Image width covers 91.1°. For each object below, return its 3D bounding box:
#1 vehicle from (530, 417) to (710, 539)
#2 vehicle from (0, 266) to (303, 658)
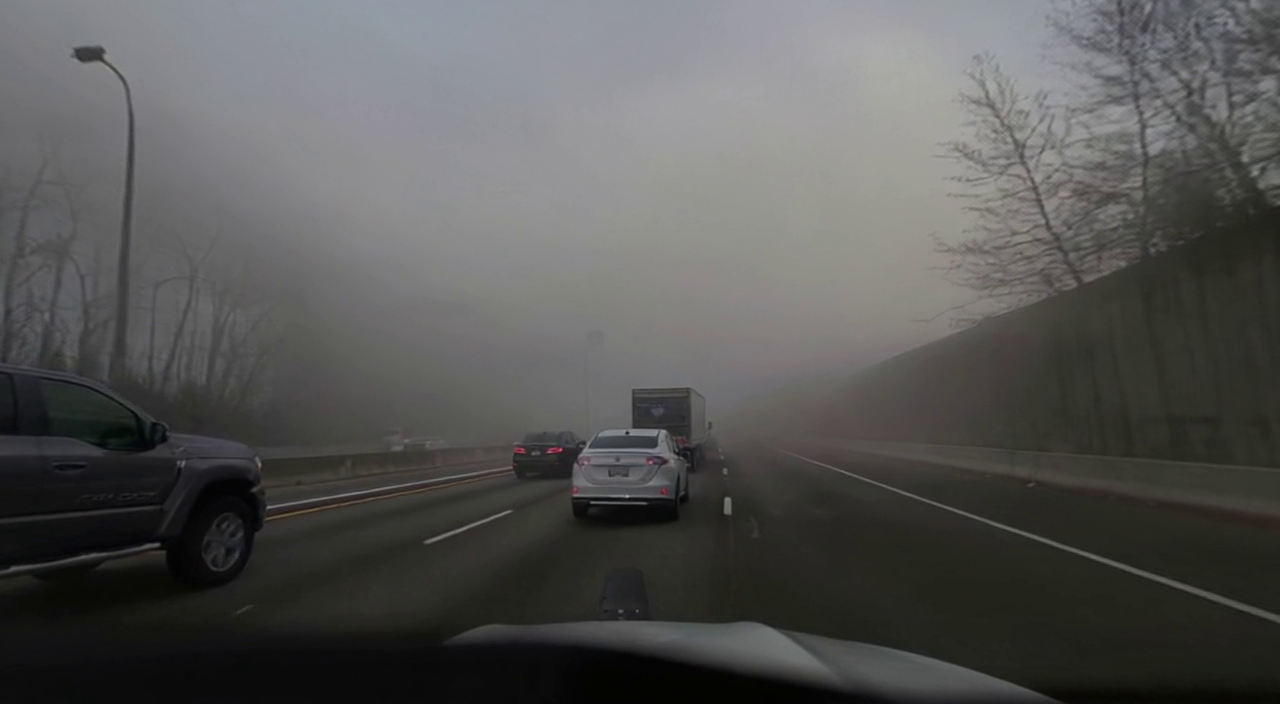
[{"bbox_3d":[-0.047,1.854,10.003,2.089,1.485,4.153,-1,-8,9],"label":"vehicle"},{"bbox_3d":[-5.211,0.701,4.036,2.386,2.435,5.831,-1,-8,6],"label":"vehicle"}]
